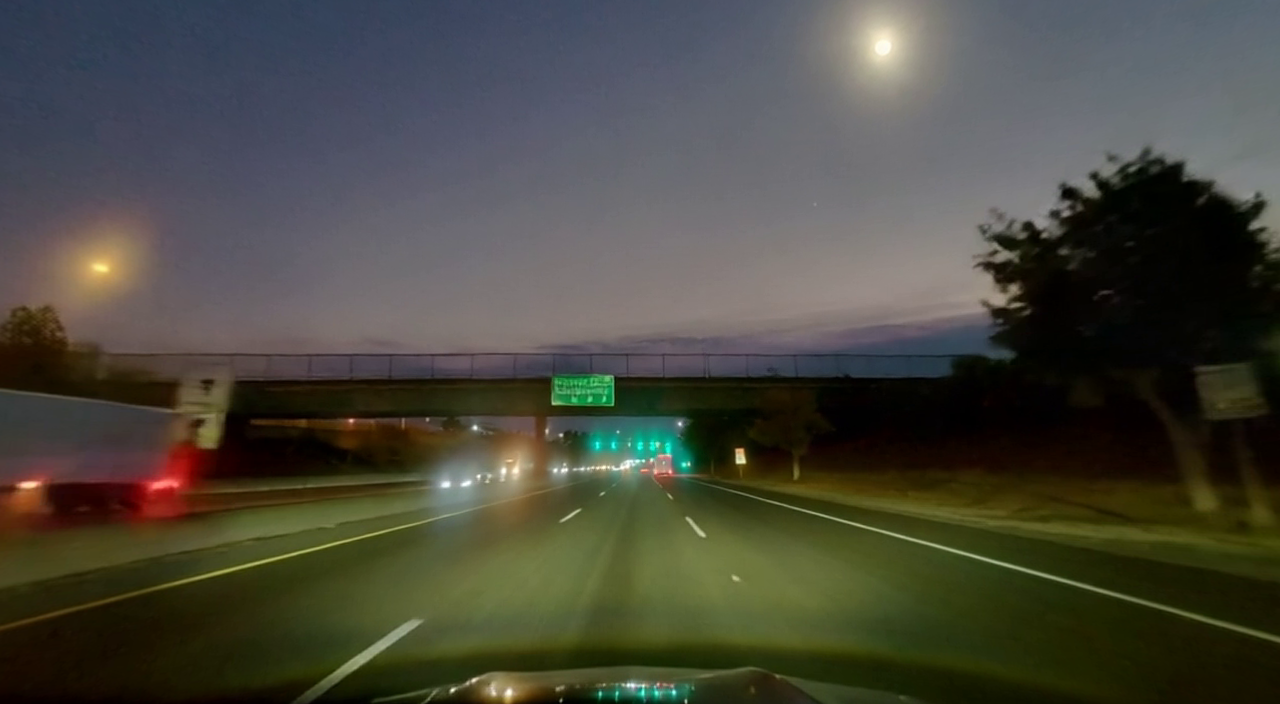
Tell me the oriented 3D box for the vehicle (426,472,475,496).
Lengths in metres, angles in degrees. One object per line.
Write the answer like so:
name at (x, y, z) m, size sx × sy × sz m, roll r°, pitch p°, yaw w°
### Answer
vehicle at (-12.360, 8.616, 41.391) m, size 1.892 × 1.440 × 4.385 m, roll 1°, pitch -10°, yaw 0°

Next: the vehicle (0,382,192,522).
vehicle at (-20.482, 3.070, 19.375) m, size 2.856 × 4.088 × 14.105 m, roll 1°, pitch -10°, yaw 1°
